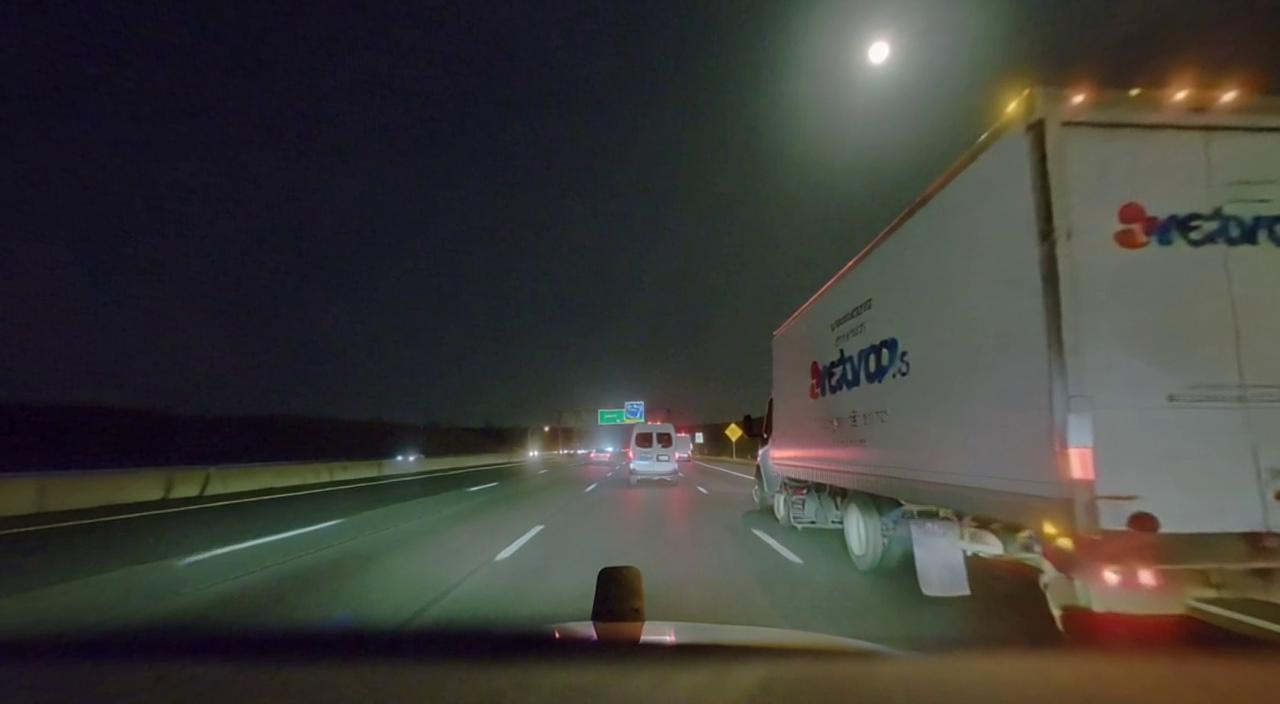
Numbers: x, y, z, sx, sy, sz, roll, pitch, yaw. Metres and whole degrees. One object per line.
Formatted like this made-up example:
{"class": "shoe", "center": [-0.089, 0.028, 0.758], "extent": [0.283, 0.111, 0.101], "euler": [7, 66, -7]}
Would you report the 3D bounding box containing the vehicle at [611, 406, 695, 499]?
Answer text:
{"class": "vehicle", "center": [0.290, 3.203, 20.287], "extent": [2.332, 2.558, 5.314], "euler": [0, -9, -2]}
